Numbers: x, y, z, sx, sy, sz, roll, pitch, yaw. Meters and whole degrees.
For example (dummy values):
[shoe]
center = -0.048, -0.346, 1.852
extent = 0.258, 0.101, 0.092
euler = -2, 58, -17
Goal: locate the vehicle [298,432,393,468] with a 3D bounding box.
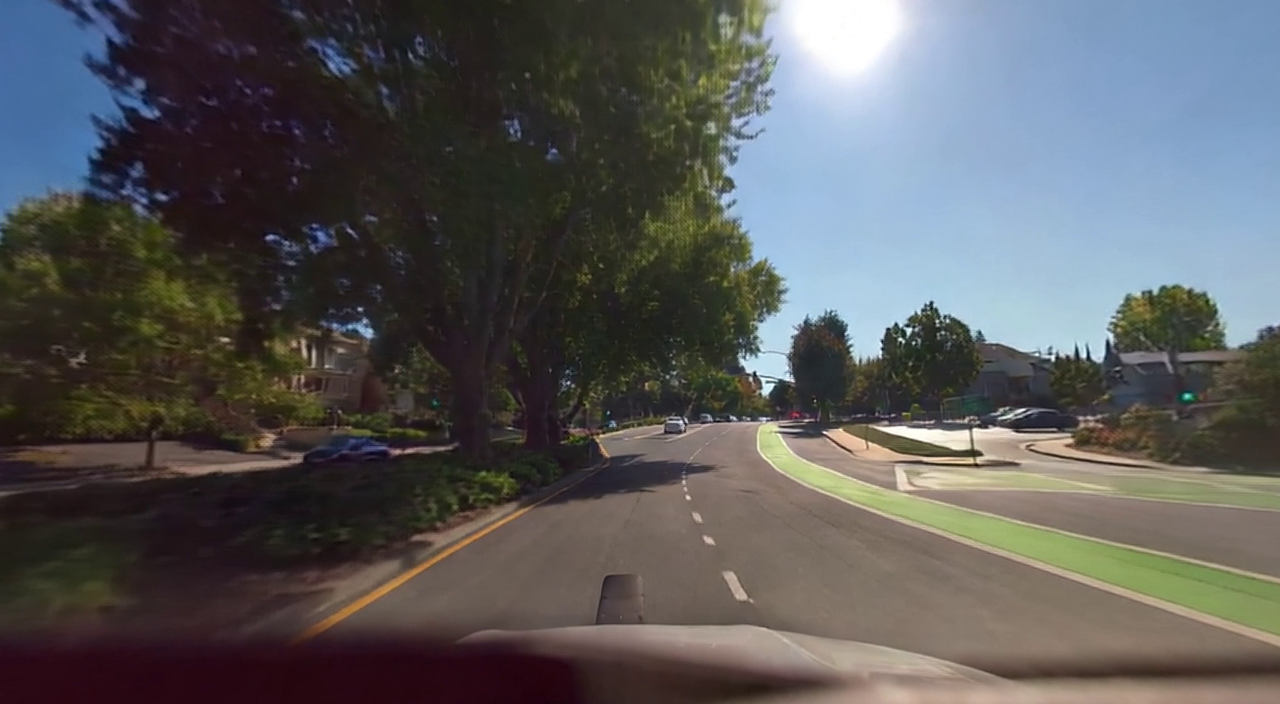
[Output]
[vehicle]
center = -13.263, 4.471, 28.783
extent = 1.903, 1.504, 4.346
euler = -1, -9, 6
